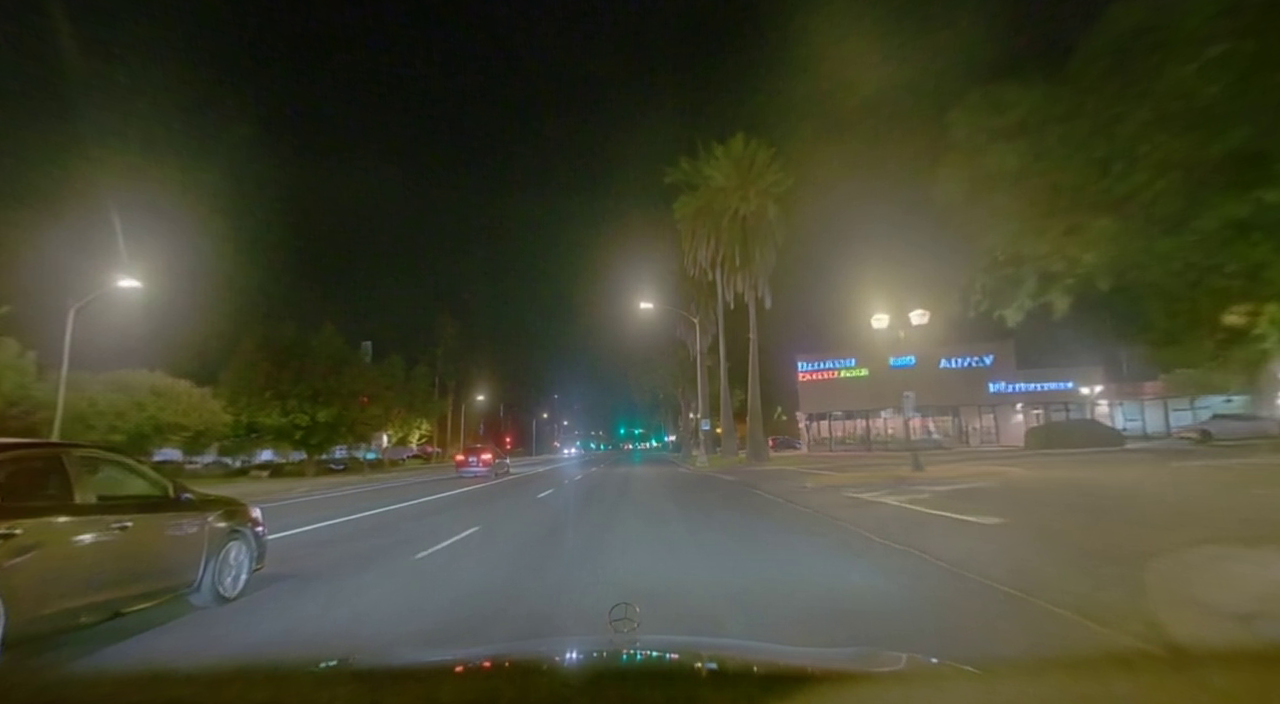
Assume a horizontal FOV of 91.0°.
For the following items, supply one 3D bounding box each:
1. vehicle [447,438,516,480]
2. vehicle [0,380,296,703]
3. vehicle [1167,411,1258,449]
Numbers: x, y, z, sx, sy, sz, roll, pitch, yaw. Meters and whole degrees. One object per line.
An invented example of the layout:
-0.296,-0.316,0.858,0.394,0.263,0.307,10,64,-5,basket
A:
-7.460,5.073,30.119,2.136,1.844,4.363,0,-9,1,vehicle
-4.182,1.055,3.599,2.041,1.666,4.182,0,-9,0,vehicle
29.644,4.089,32.546,4.264,1.791,2.133,5,-10,-30,vehicle
